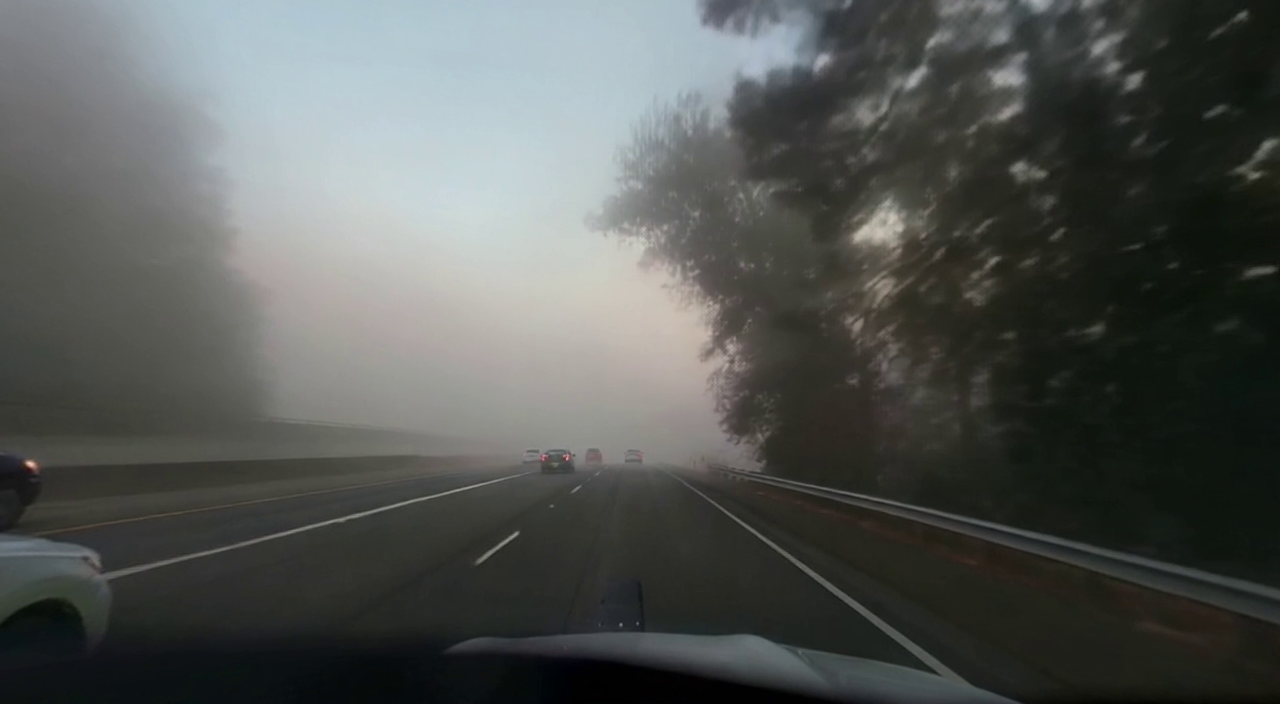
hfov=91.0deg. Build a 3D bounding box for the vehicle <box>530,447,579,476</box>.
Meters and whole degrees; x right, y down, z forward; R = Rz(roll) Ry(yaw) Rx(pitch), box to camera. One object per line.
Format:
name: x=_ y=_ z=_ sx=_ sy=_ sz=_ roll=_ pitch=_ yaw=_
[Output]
vehicle: x=-4.674 y=6.028 z=34.933 sx=2.120 sy=1.458 sz=4.031 roll=0 pitch=-9 yaw=1
